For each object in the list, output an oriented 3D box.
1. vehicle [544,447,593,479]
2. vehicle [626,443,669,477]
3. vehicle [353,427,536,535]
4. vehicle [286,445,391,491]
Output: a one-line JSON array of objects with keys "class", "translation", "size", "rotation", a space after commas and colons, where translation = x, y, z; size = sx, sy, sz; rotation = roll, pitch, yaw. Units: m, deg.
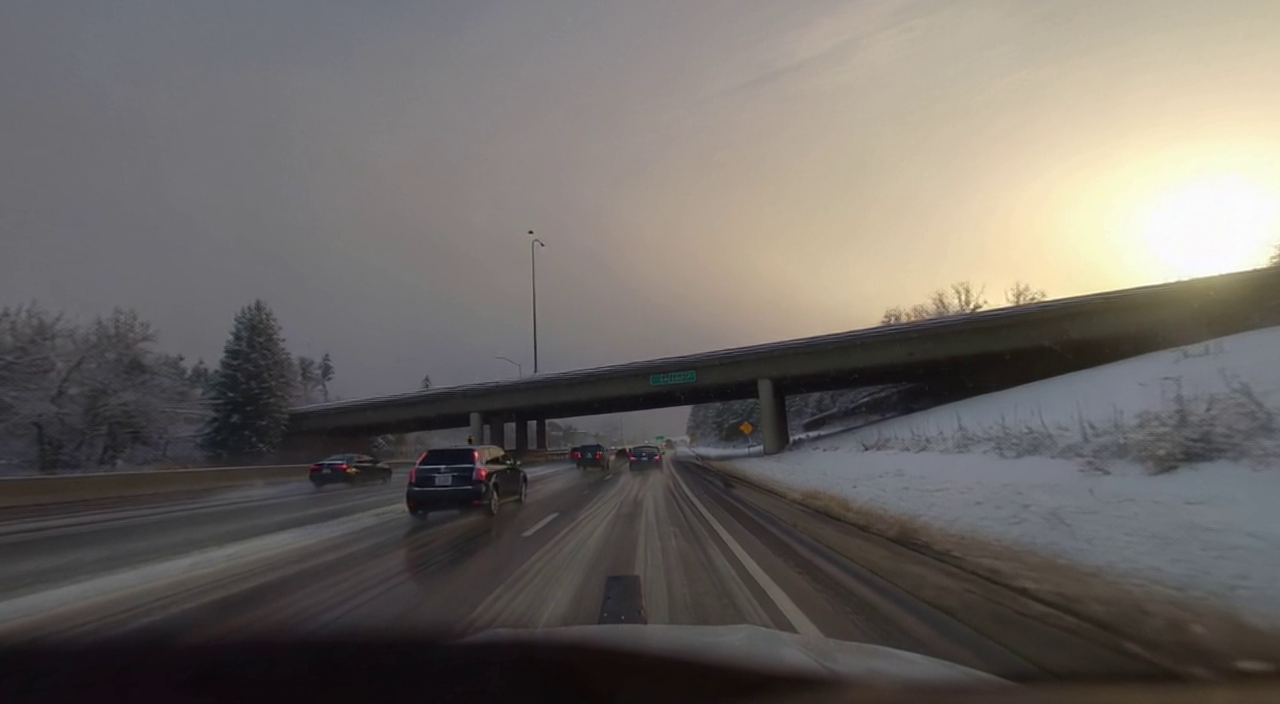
[{"class": "vehicle", "translation": [-3.730, 5.853, 33.404], "size": [1.997, 1.490, 4.471], "rotation": [0, -8, 1]}, {"class": "vehicle", "translation": [0.389, 5.718, 33.554], "size": [2.160, 1.678, 4.178], "rotation": [0, -8, 0]}, {"class": "vehicle", "translation": [-3.600, 2.459, 12.649], "size": [2.161, 1.759, 4.482], "rotation": [0, -8, 1]}, {"class": "vehicle", "translation": [-11.996, 4.597, 25.348], "size": [1.954, 1.640, 4.339], "rotation": [0, -8, 1]}]
